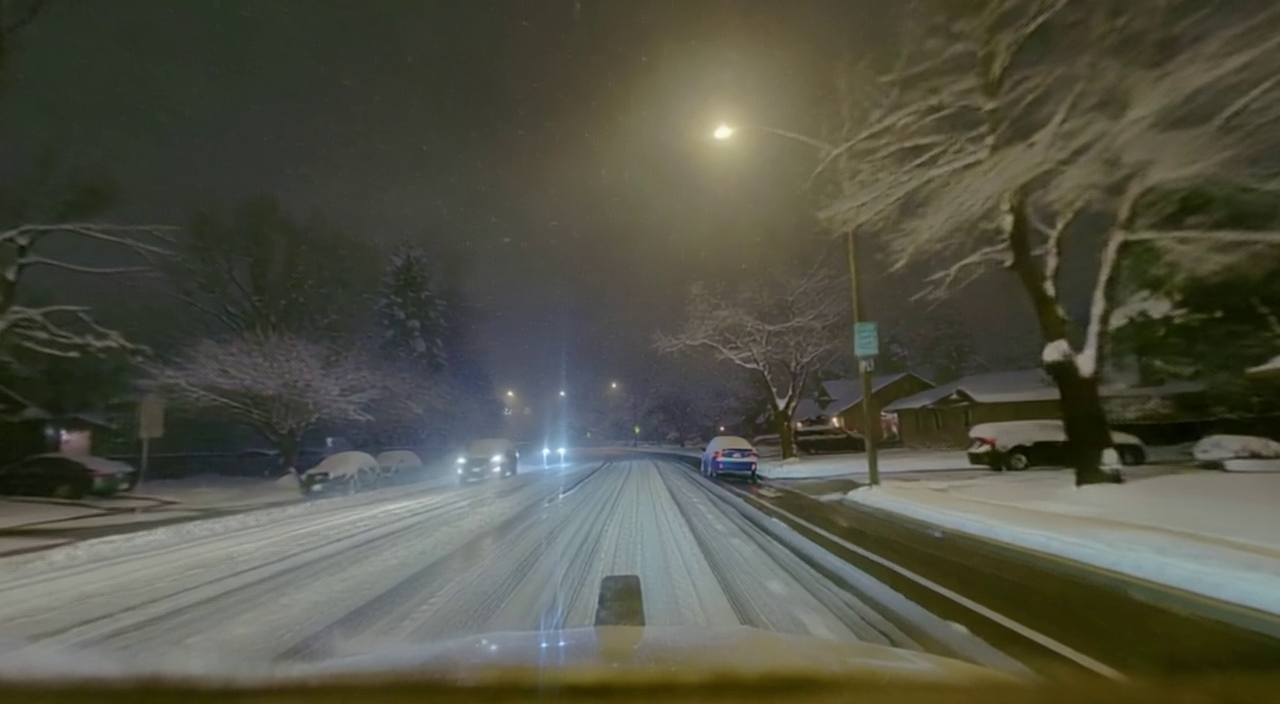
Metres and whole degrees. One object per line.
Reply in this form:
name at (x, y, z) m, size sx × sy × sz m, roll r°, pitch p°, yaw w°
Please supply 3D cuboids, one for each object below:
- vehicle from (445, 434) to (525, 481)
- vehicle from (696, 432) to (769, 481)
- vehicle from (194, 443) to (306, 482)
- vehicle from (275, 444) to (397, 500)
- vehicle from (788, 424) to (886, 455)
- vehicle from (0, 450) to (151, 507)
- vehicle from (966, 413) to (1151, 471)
vehicle at (-6.686, 4.597, 27.892) m, size 2.294 × 1.831 × 5.199 m, roll 0°, pitch -8°, yaw -1°
vehicle at (3.689, 4.276, 26.263) m, size 2.176 × 1.793 × 5.534 m, roll 0°, pitch -8°, yaw 0°
vehicle at (-20.218, 5.726, 32.887) m, size 4.398 × 1.902 × 2.043 m, roll 0°, pitch -8°, yaw 1°
vehicle at (-11.066, 4.359, 23.487) m, size 2.293 × 1.836 × 4.586 m, roll 0°, pitch -8°, yaw -1°
vehicle at (12.620, 5.682, 40.870) m, size 5.437 × 1.931 × 2.837 m, roll 0°, pitch -8°, yaw 1°
vehicle at (-18.840, 4.047, 20.515) m, size 4.179 × 1.700 × 2.105 m, roll 0°, pitch -8°, yaw 3°
vehicle at (13.023, 2.831, 19.900) m, size 4.360 × 1.692 × 2.011 m, roll 0°, pitch -8°, yaw -1°
